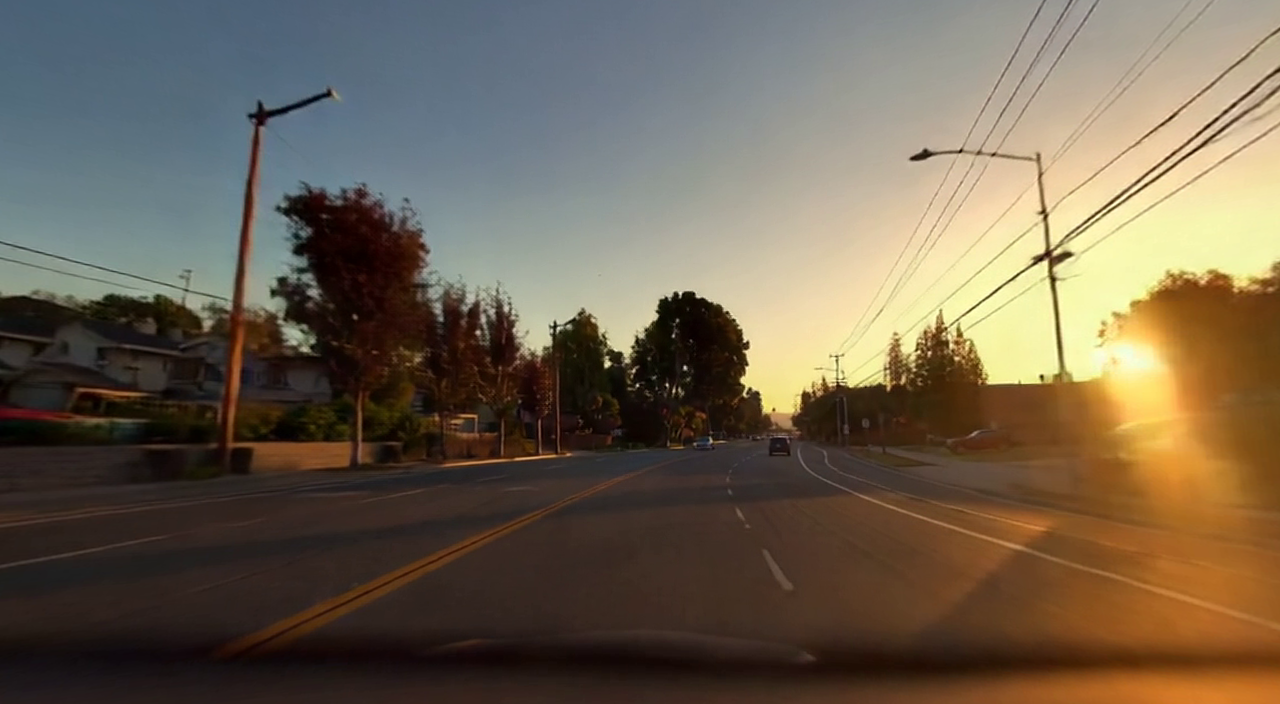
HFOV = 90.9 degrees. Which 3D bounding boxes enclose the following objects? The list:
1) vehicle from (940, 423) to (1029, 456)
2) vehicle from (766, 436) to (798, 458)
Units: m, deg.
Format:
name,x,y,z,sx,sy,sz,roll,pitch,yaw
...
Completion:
name,x,y,z,sx,sy,sz,roll,pitch,yaw
vehicle,22.822,5.823,41.782,4.687,1.805,2.130,-11,-13,37
vehicle,9.842,6.619,43.900,1.982,1.451,4.152,-2,-9,10
